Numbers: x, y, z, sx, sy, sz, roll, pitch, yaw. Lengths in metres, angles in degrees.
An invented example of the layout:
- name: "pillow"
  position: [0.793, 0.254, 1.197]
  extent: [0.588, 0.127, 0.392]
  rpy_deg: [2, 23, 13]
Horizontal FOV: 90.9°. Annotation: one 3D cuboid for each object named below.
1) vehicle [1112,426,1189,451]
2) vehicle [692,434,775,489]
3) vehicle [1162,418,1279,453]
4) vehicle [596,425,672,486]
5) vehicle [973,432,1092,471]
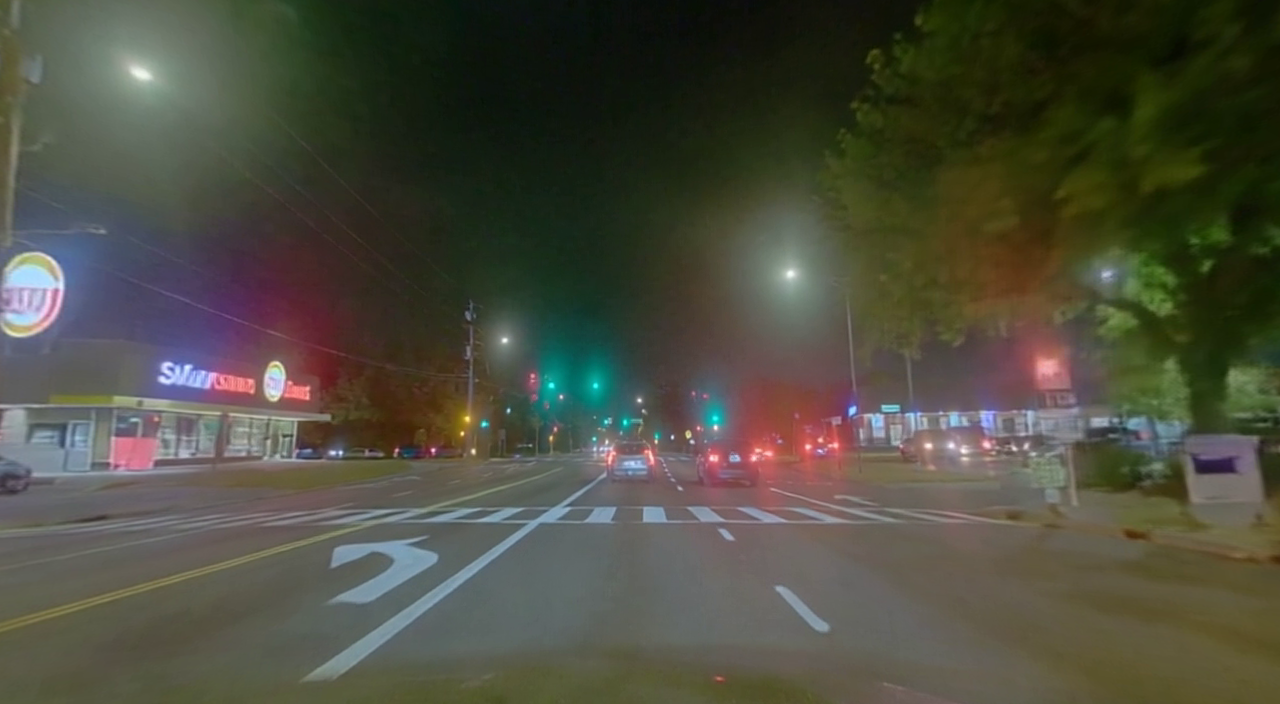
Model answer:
- name: "vehicle"
  position: [35.077, 5.988, 43.475]
  extent: [1.817, 1.548, 4.050]
  rpy_deg: [-2, -9, -1]
- name: "vehicle"
  position: [3.293, 3.966, 23.260]
  extent: [2.276, 1.787, 4.630]
  rpy_deg: [0, -8, -1]
- name: "vehicle"
  position: [30.690, 4.440, 33.347]
  extent: [2.231, 1.749, 4.411]
  rpy_deg: [0, -8, -2]
- name: "vehicle"
  position: [-0.229, 3.975, 24.553]
  extent: [2.638, 2.065, 5.313]
  rpy_deg: [0, -8, 0]
- name: "vehicle"
  position: [16.572, 4.195, 26.710]
  extent: [3.880, 1.538, 1.862]
  rpy_deg: [1, -8, -8]
